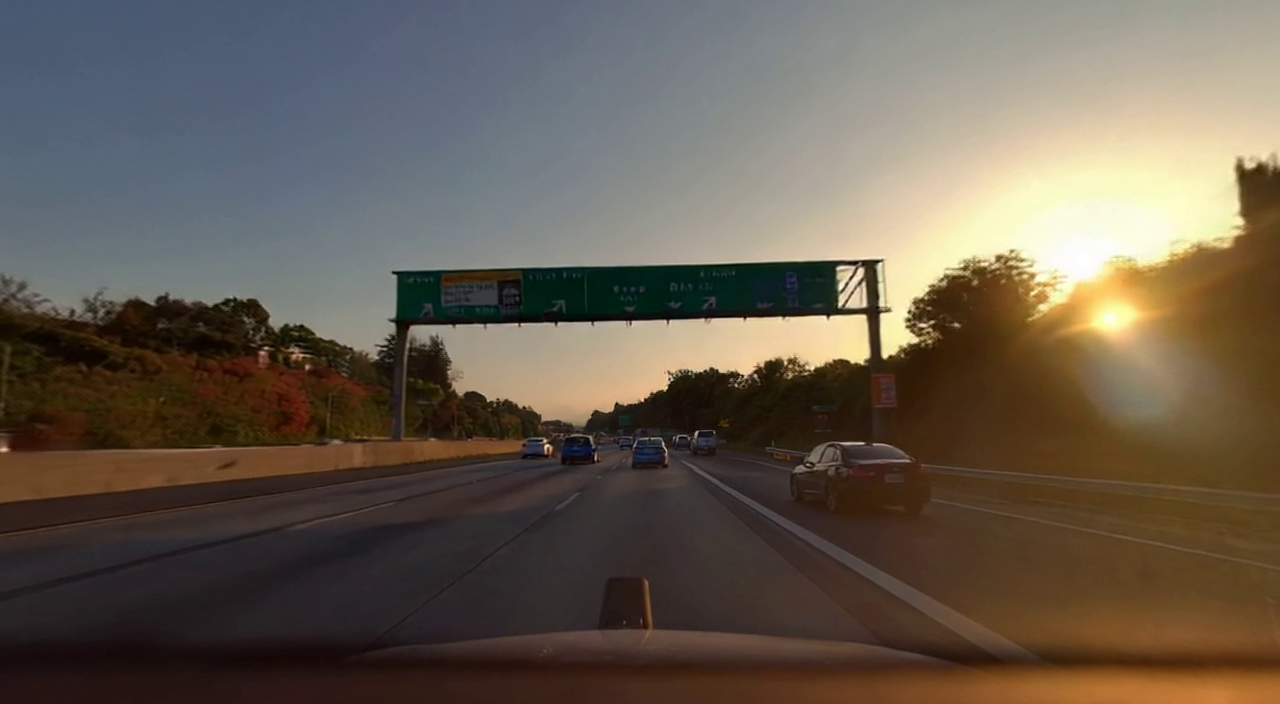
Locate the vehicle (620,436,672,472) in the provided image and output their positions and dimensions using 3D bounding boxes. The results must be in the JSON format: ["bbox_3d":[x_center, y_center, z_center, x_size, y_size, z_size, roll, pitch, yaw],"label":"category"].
[{"bbox_3d":[0.260,4.419,27.530,2.113,1.464,4.073,0,-8,1],"label":"vehicle"}]

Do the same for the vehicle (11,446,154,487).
[{"bbox_3d":[-21.541,4.407,24.637,1.830,1.432,4.076,0,-8,1],"label":"vehicle"}]

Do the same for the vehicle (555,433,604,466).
[{"bbox_3d":[-3.095,5.108,33.300,1.927,1.586,5.142,0,-8,2],"label":"vehicle"}]

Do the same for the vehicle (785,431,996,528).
[{"bbox_3d":[4.253,2.230,11.654,2.030,1.442,4.358,0,-8,-1],"label":"vehicle"}]

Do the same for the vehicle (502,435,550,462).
[{"bbox_3d":[-6.753,5.791,37.832,1.932,1.497,4.458,0,-8,2],"label":"vehicle"}]

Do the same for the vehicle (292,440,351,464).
[{"bbox_3d":[-21.315,6.708,42.381,1.850,1.494,4.040,0,-8,1],"label":"vehicle"}]

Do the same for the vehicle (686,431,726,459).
[{"bbox_3d":[4.569,6.550,44.418,2.261,1.781,4.709,0,-8,0],"label":"vehicle"}]
